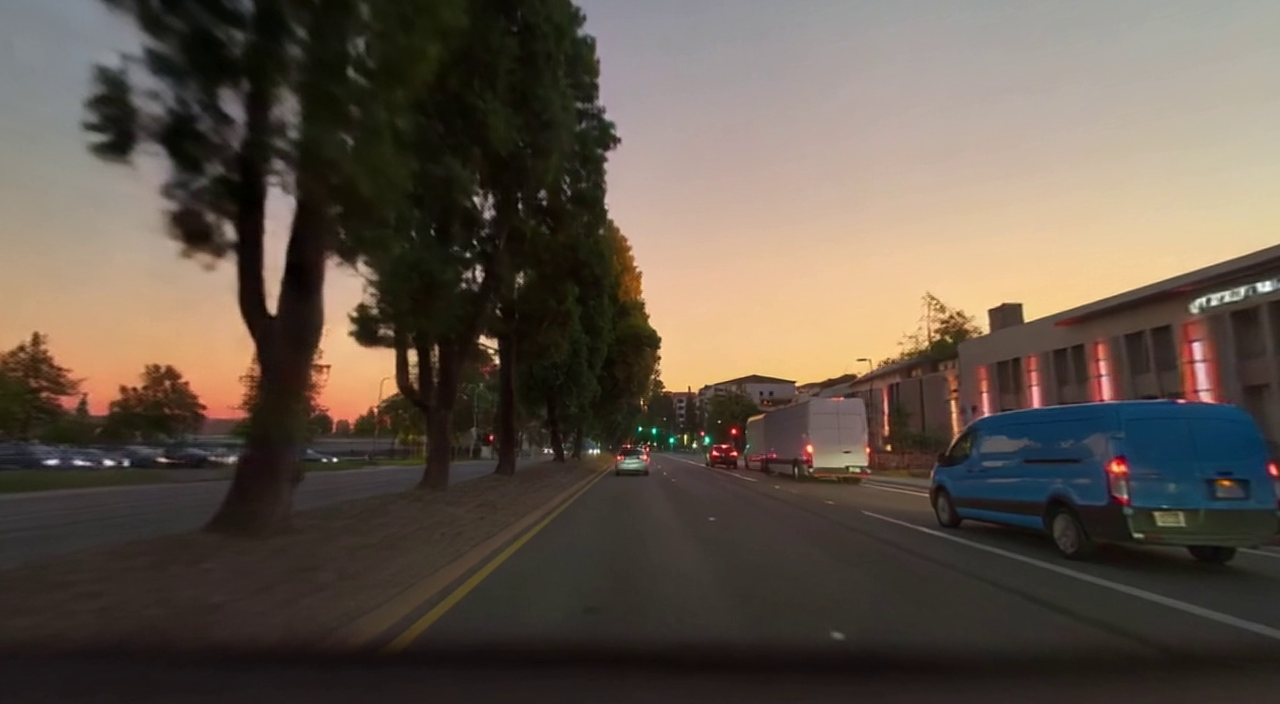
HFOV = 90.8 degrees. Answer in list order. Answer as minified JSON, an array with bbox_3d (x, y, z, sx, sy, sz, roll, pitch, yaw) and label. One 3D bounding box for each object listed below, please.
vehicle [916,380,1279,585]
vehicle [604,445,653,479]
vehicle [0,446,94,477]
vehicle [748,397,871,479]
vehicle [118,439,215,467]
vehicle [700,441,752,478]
[{"bbox_3d":[6.727,1.772,9.439,2.573,2.127,5.568,0,-9,-1],"label":"vehicle"},{"bbox_3d":[-0.516,5.078,29.353,2.095,1.456,3.873,0,-9,-1],"label":"vehicle"},{"bbox_3d":[-30.037,5.362,31.100,4.345,1.452,2.087,0,-9,-1],"label":"vehicle"},{"bbox_3d":[9.988,5.600,40.353,2.960,4.109,16.764,0,-9,-1],"label":"vehicle"},{"bbox_3d":[-29.499,6.315,39.447,4.377,1.665,2.129,0,-8,3],"label":"vehicle"},{"bbox_3d":[4.193,5.300,31.456,2.047,1.711,4.265,0,-9,1],"label":"vehicle"}]
